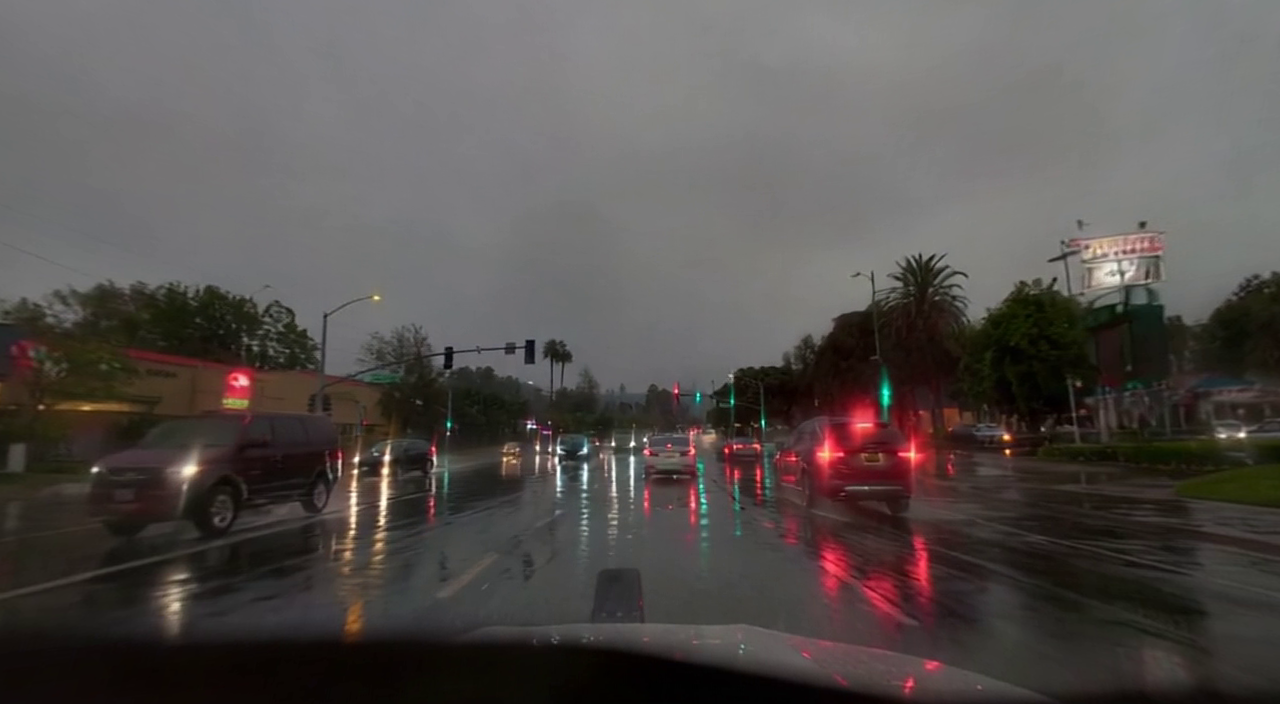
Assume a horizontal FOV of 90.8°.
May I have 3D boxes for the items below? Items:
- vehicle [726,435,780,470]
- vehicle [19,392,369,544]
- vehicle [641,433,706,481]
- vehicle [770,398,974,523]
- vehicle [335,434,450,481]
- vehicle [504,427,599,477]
[{"bbox_3d":[5.181,4.675,29.552,2.149,1.532,4.168,-1,-8,5],"label":"vehicle"},{"bbox_3d":[-6.600,1.788,10.278,2.127,1.888,4.637,-1,-8,2],"label":"vehicle"},{"bbox_3d":[1.185,3.603,21.940,2.057,1.492,3.825,-1,-8,4],"label":"vehicle"},{"bbox_3d":[4.153,2.071,12.506,2.267,1.931,5.145,-1,-8,3],"label":"vehicle"},{"bbox_3d":[-8.625,3.719,22.528,2.017,1.472,4.418,-1,-8,5],"label":"vehicle"},{"bbox_3d":[-3.293,3.874,24.716,2.088,1.746,4.650,-2,-9,14],"label":"vehicle"}]
